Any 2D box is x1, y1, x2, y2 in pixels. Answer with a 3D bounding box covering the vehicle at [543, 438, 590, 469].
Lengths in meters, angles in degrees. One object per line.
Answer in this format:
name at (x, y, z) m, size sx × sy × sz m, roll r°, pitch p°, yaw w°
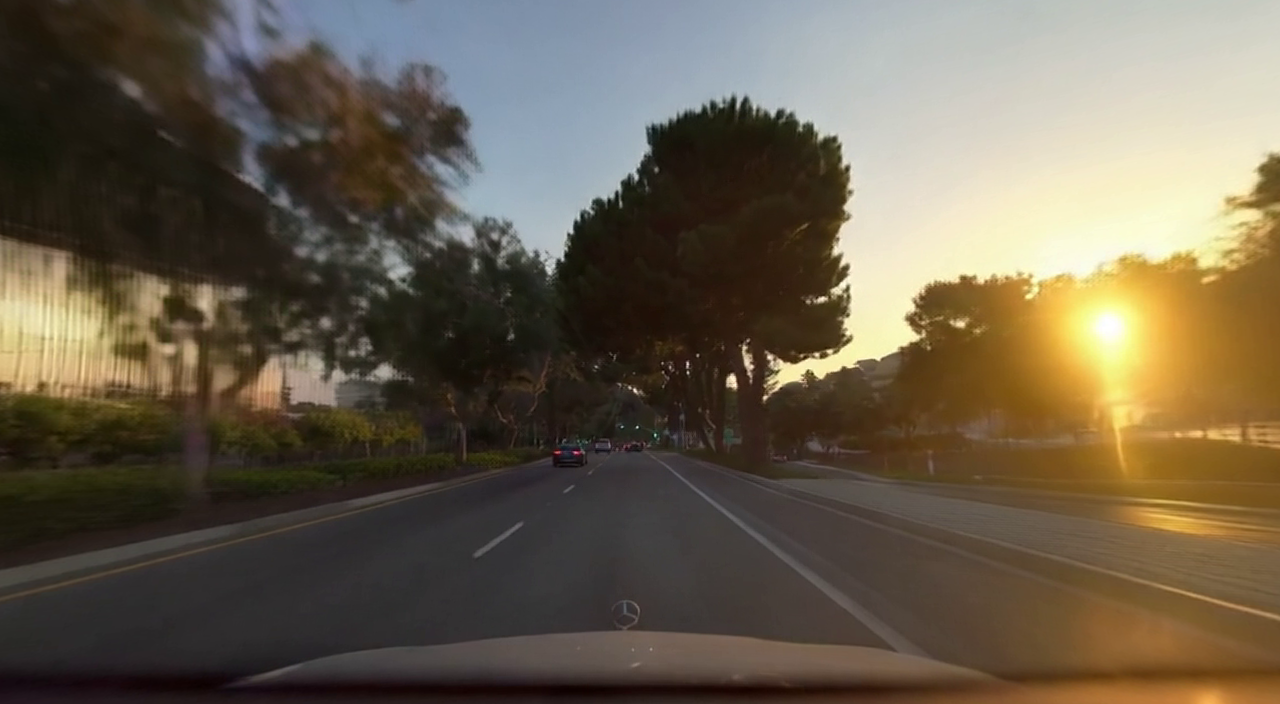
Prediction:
vehicle at (-3.871, 5.398, 33.849) m, size 1.984 × 1.521 × 4.682 m, roll 0°, pitch -8°, yaw 0°
